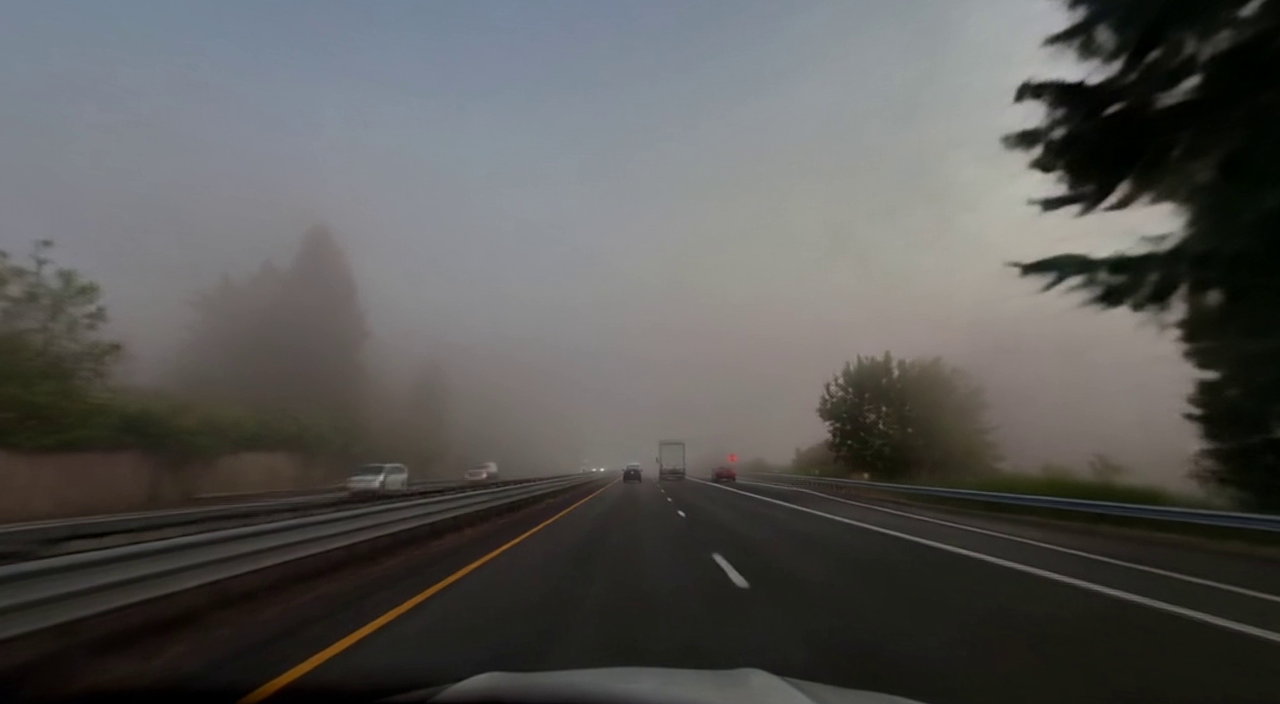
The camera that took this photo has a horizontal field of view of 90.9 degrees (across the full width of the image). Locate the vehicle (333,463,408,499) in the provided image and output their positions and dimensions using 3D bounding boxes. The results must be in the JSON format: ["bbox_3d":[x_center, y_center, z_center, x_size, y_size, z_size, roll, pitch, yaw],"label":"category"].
[{"bbox_3d":[-13.719,6.605,32.348,1.934,1.679,4.086,1,-10,0],"label":"vehicle"}]

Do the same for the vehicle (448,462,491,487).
[{"bbox_3d":[-13.197,9.519,48.994,2.114,1.757,4.350,1,-10,-1],"label":"vehicle"}]

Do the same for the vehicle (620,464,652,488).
[{"bbox_3d":[-0.276,8.118,41.280,2.025,1.452,3.927,1,-10,-1],"label":"vehicle"}]
